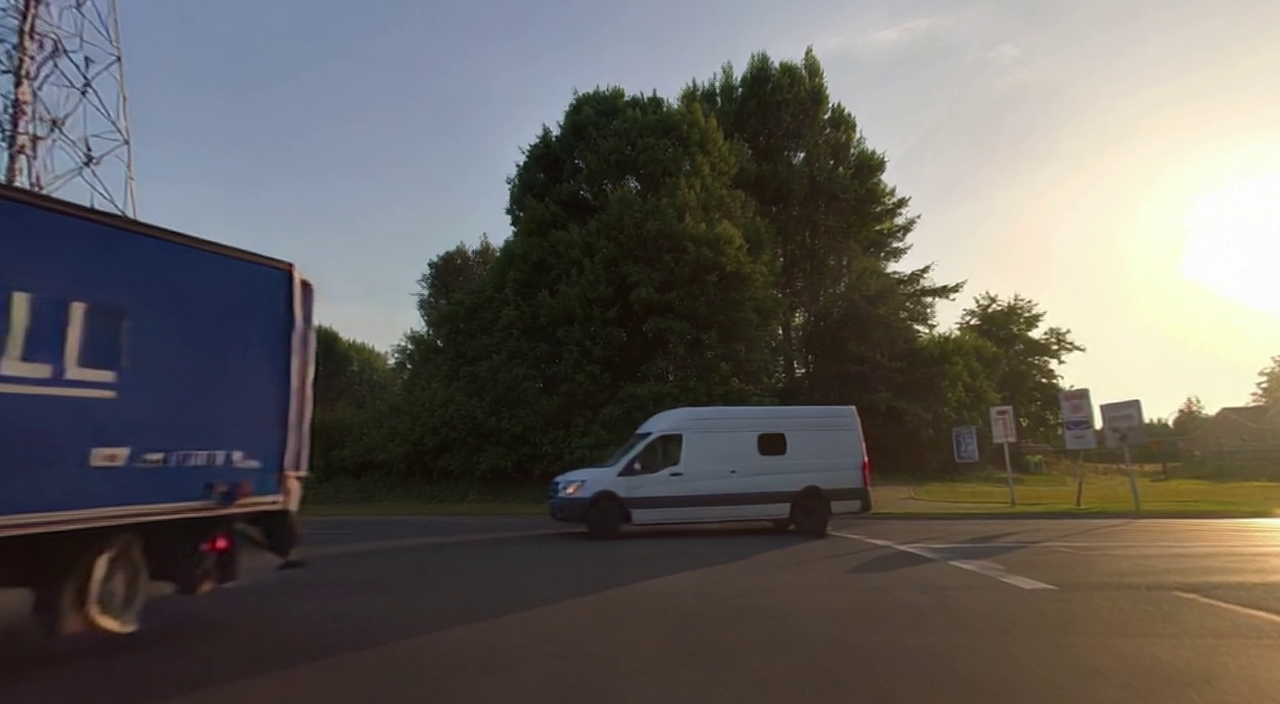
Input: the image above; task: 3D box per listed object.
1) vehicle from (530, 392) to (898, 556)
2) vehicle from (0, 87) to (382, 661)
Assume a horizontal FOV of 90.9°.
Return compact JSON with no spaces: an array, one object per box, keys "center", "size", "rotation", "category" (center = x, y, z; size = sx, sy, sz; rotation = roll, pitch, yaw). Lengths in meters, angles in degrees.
[{"center":[1.114,2.047,11.070],"size":[5.923,2.424,2.247],"rotation":[1,-9,-11],"category":"vehicle"},{"center":[-6.402,-0.061,2.847],"size":[2.740,3.622,9.765],"rotation":[-6,-10,32],"category":"vehicle"}]
